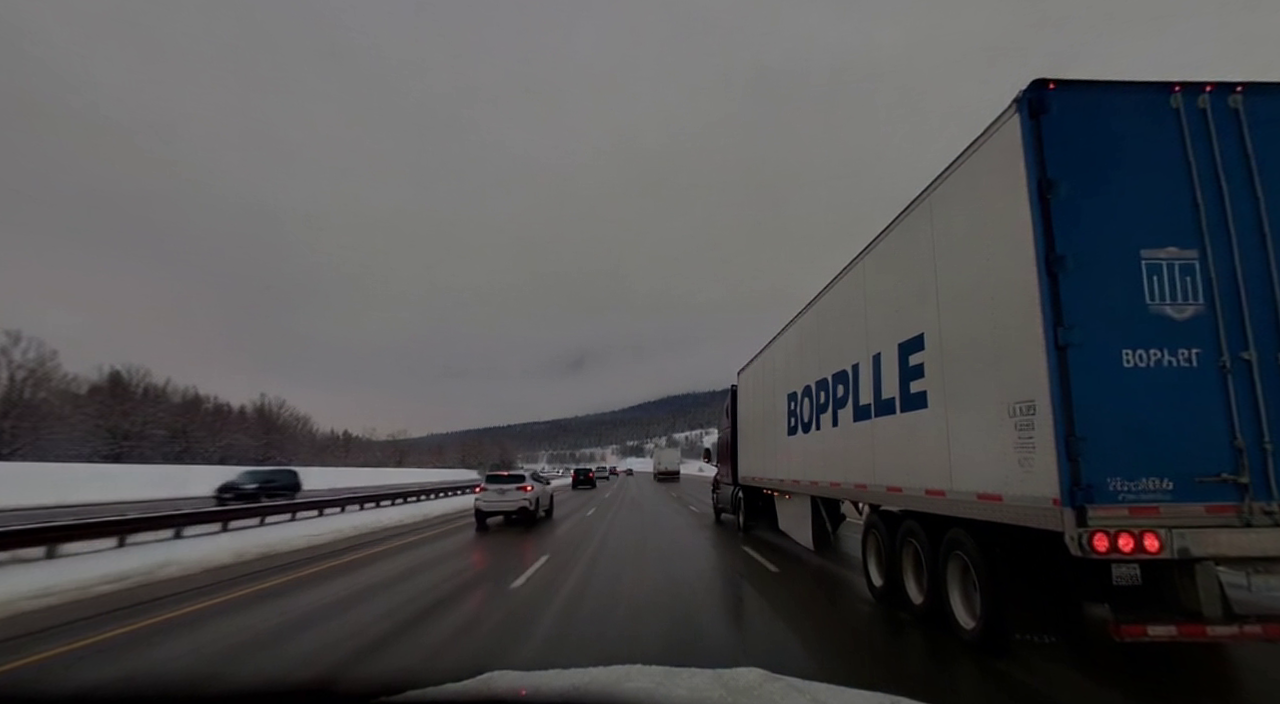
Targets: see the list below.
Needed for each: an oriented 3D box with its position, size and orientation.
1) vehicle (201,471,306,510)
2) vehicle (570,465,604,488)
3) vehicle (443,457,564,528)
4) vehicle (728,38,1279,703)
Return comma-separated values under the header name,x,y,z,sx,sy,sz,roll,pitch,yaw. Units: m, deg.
name,x,y,z,sx,sy,sz,roll,pitch,yaw
vehicle,-15.769,5.638,25.955,1.783,1.448,3.956,1,-11,0
vehicle,-3.995,9.496,48.142,2.088,1.566,4.853,1,-11,1
vehicle,-3.255,3.475,15.967,2.021,1.505,4.286,1,-11,1
vehicle,3.969,1.305,10.565,2.839,4.062,14.051,1,-11,-1
